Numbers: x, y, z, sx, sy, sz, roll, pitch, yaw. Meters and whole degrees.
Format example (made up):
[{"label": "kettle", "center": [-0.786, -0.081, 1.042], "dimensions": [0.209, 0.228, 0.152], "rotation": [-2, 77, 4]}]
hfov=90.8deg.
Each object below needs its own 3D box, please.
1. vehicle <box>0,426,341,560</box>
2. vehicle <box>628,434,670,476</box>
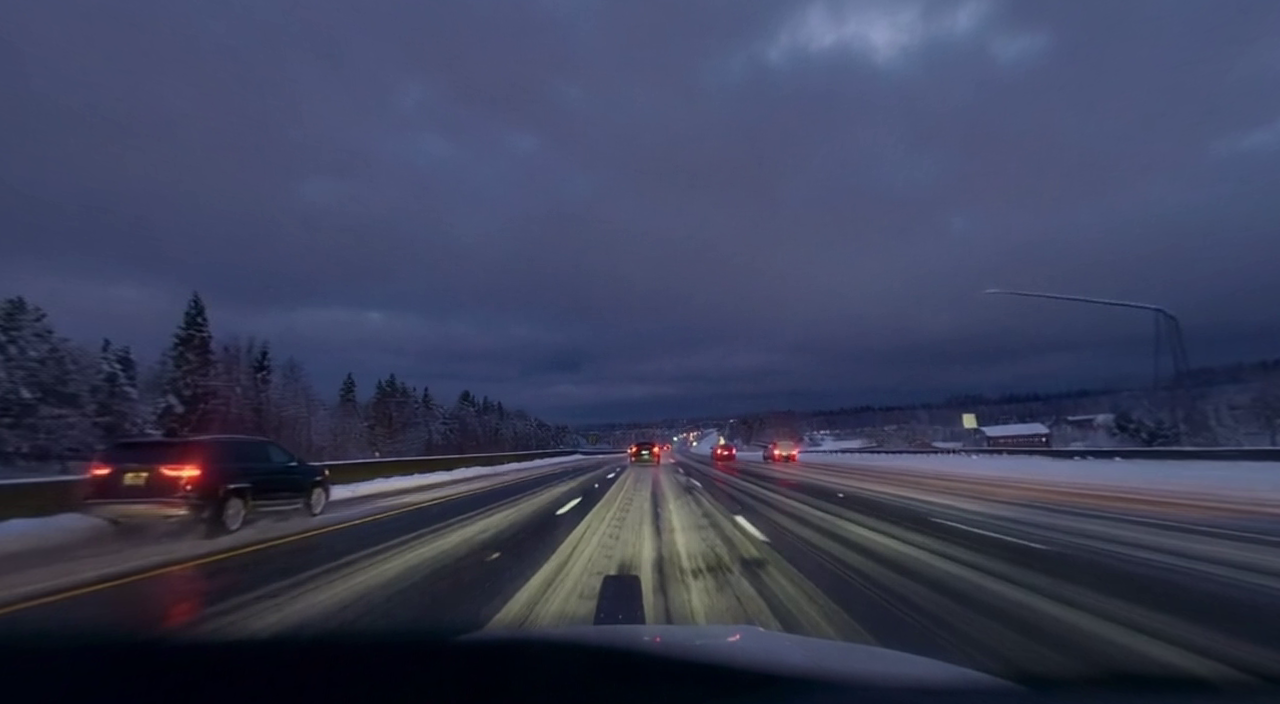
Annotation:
[{"label": "vehicle", "center": [-6.599, 1.965, 9.548], "dimensions": [1.967, 1.538, 4.295], "rotation": [0, -8, 1]}, {"label": "vehicle", "center": [0.441, 4.937, 30.509], "dimensions": [1.893, 1.827, 4.513], "rotation": [0, -8, 1]}]
